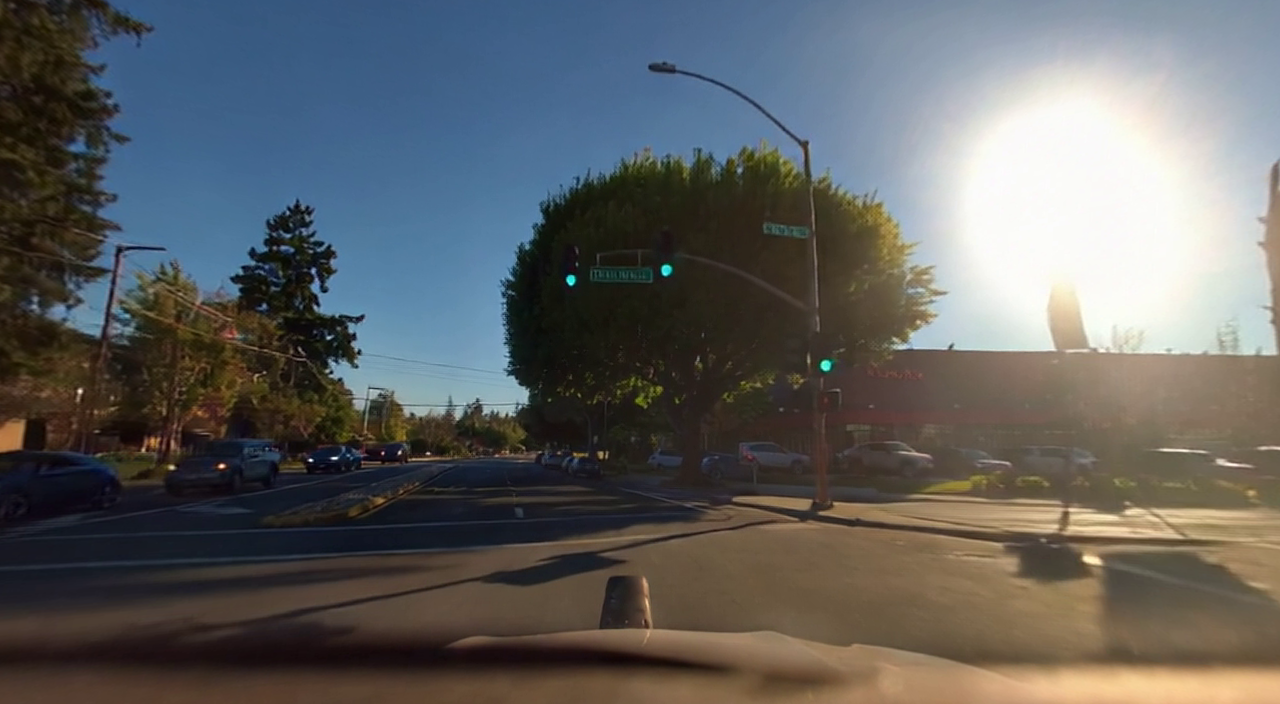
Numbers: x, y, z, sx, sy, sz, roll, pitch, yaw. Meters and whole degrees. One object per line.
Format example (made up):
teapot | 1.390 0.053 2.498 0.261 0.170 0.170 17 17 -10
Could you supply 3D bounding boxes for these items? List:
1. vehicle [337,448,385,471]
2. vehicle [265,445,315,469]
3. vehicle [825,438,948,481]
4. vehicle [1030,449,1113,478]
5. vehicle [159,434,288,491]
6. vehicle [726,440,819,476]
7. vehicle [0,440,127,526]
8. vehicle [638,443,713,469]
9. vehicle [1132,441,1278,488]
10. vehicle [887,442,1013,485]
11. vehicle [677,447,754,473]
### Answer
vehicle | -18.749 7.195 42.498 1.951 1.436 4.624 2 -9 -11
vehicle | -27.398 8.232 49.534 1.882 1.706 4.938 0 -9 -10
vehicle | 11.503 4.962 29.401 5.314 1.829 2.018 3 -9 -23
vehicle | 23.387 6.007 34.168 4.324 1.437 1.865 5 -10 -29
vehicle | -14.831 3.937 22.892 2.049 1.817 5.292 2 -9 -12
vehicle | 6.986 5.542 33.166 4.669 1.770 1.896 5 -10 -30
vehicle | -12.392 2.440 11.932 1.961 1.492 4.702 1 -9 -9
vehicle | 2.468 7.246 44.107 4.843 1.748 1.985 2 -9 -16
vehicle | 22.058 4.368 24.653 4.530 1.696 1.979 2 -9 -15
vehicle | 13.023 4.646 26.580 4.375 1.685 2.045 2 -9 -14
vehicle | 4.586 6.494 38.179 4.257 1.474 1.751 3 -9 -20
